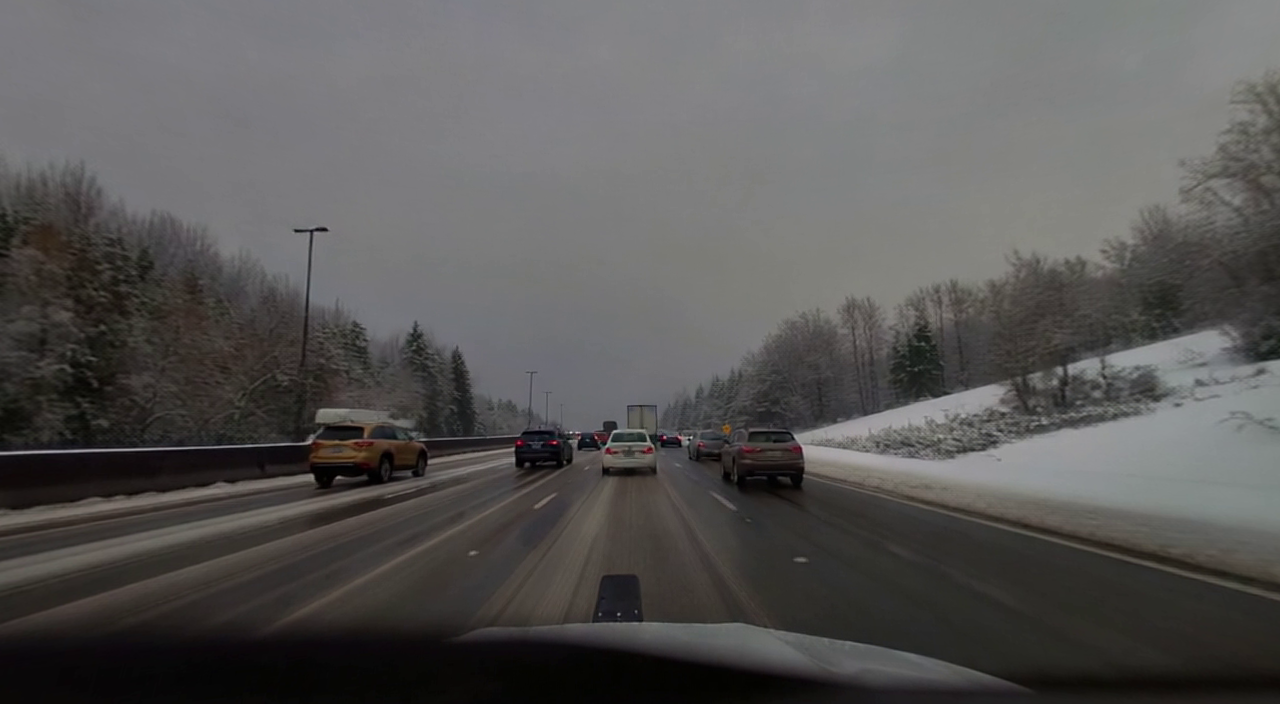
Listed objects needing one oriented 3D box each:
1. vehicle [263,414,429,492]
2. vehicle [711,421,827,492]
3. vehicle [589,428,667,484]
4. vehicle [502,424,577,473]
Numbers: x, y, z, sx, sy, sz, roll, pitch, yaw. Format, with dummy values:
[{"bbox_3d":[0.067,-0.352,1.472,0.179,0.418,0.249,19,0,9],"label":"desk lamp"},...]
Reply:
[{"bbox_3d":[-7.524,2.626,16.778,2.117,1.779,4.745,0,-8,0],"label":"vehicle"},{"bbox_3d":[3.274,2.733,16.924,2.095,1.650,4.331,0,-8,-1],"label":"vehicle"},{"bbox_3d":[-0.301,3.108,19.193,2.111,1.494,4.364,0,-8,1],"label":"vehicle"},{"bbox_3d":[-3.673,3.623,23.822,2.064,1.672,4.277,0,-8,1],"label":"vehicle"}]
